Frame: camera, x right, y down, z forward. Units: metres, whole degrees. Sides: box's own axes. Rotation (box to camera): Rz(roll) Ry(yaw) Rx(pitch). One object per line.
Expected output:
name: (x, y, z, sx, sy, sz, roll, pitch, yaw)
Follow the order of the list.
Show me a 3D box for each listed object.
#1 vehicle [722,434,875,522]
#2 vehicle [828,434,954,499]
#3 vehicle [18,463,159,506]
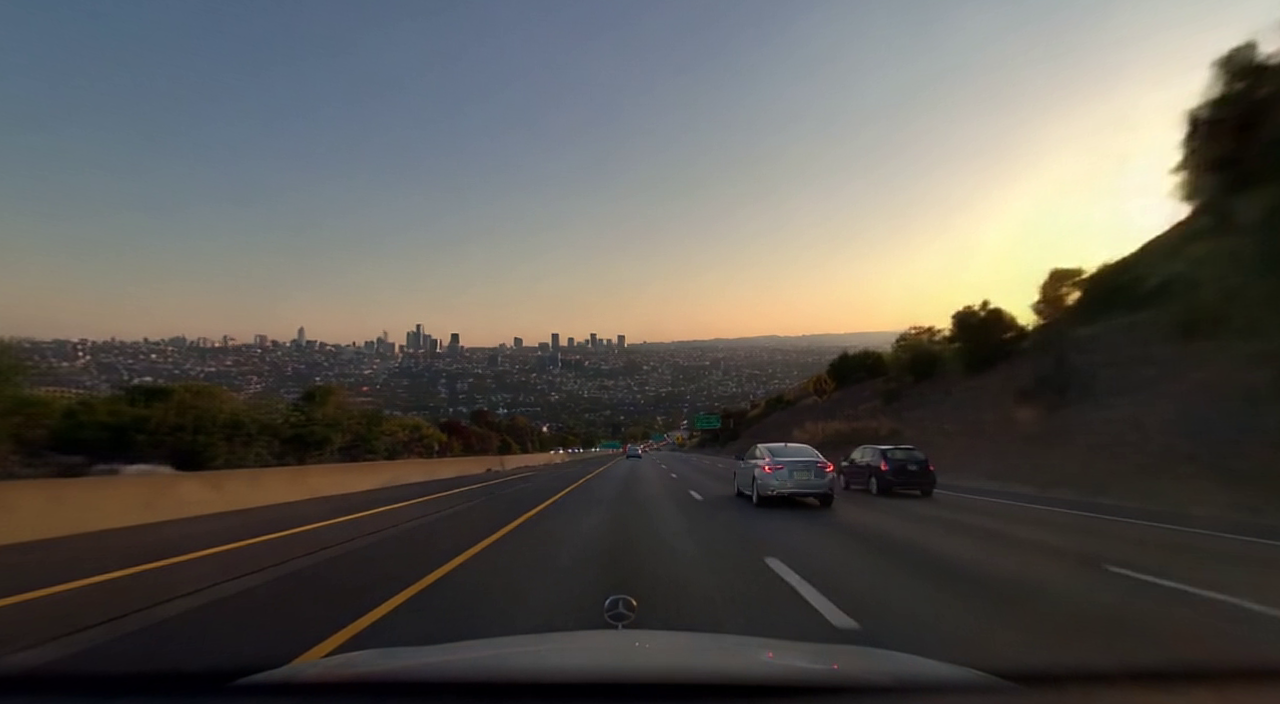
vehicle: (3.104, 2.576, 13.516, 1.982, 1.533, 4.612, 0, -8, -1)
vehicle: (6.871, 3.150, 17.780, 1.856, 1.592, 3.920, 0, -8, -1)
vehicle: (-22.926, 5.489, 26.498, 1.845, 1.496, 4.380, 0, -8, 2)
